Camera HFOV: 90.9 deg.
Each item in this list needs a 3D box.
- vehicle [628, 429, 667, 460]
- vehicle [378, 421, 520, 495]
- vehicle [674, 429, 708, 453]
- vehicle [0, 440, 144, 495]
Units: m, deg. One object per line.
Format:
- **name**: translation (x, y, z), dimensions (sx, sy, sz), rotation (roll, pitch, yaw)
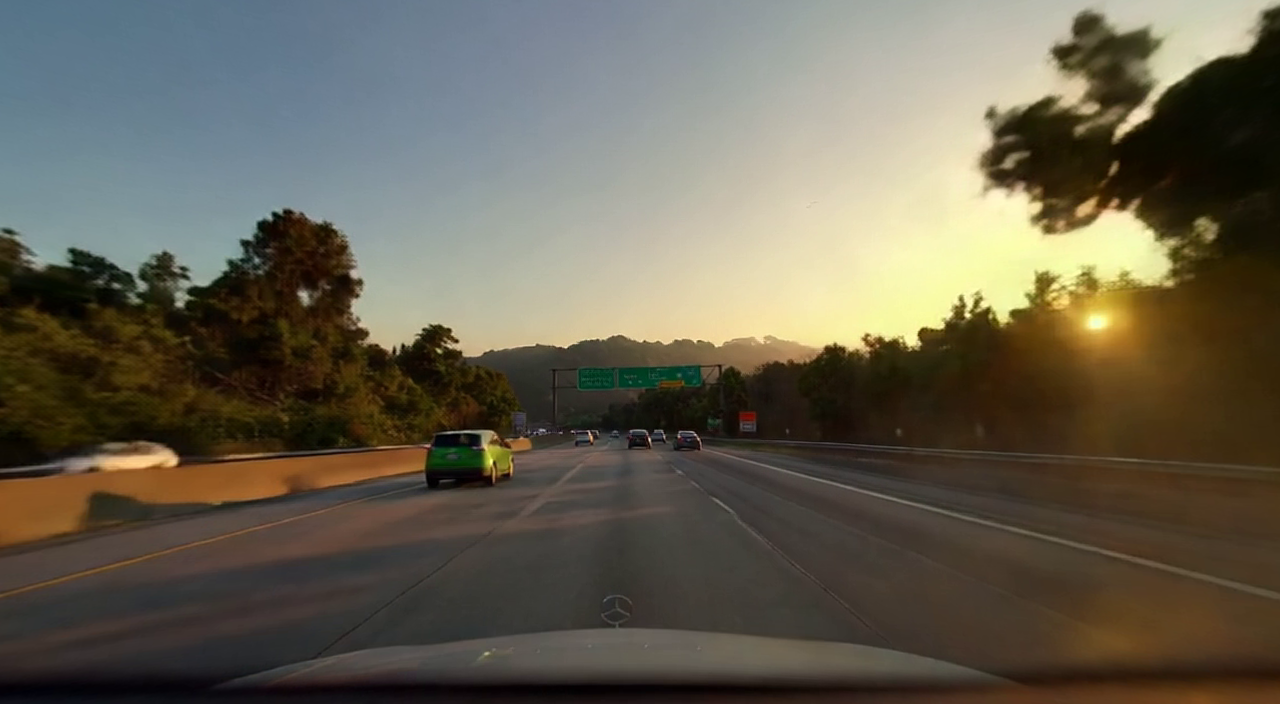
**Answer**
- **vehicle**: translation (0.367, 4.588, 31.517), dimensions (1.869, 1.466, 3.356), rotation (0, -7, 1)
- **vehicle**: translation (-4.417, 2.510, 15.481), dimensions (2.023, 1.512, 4.804), rotation (0, -7, 0)
- **vehicle**: translation (3.399, 6.022, 42.755), dimensions (1.841, 1.491, 3.869), rotation (0, -7, -2)
- **vehicle**: translation (-17.207, 3.384, 18.857), dimensions (1.747, 1.428, 3.719), rotation (0, -7, -1)
